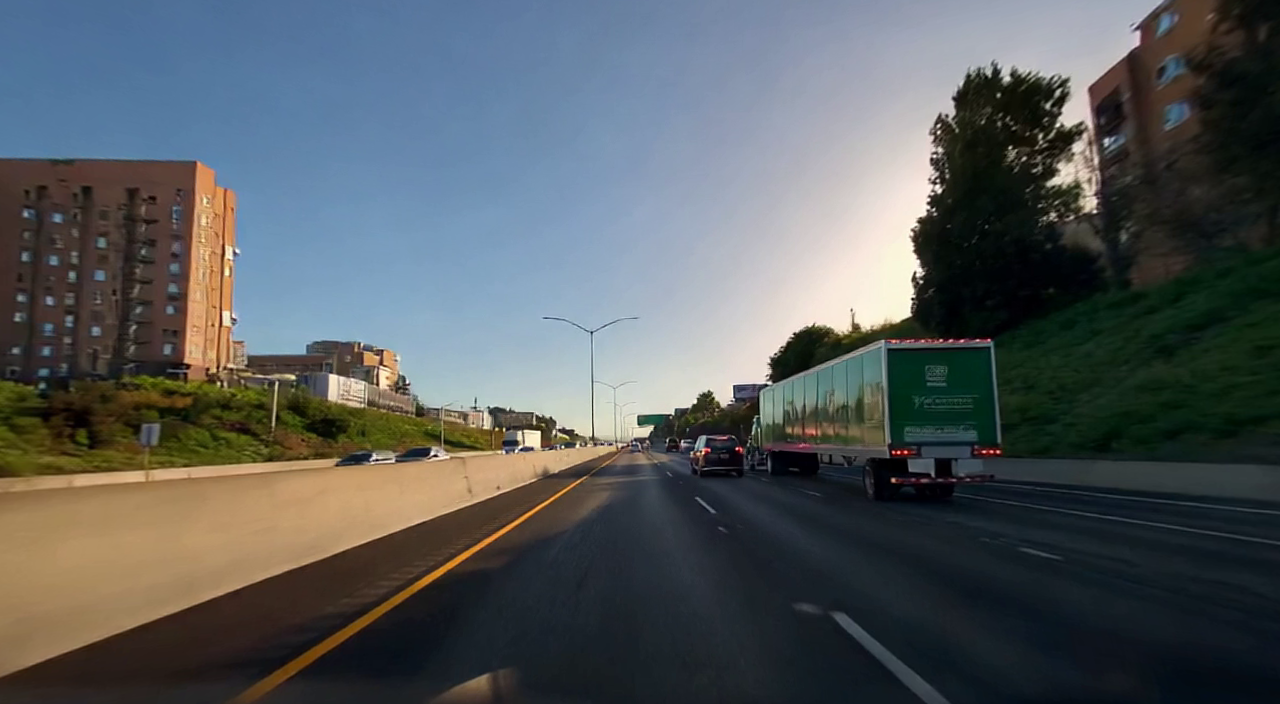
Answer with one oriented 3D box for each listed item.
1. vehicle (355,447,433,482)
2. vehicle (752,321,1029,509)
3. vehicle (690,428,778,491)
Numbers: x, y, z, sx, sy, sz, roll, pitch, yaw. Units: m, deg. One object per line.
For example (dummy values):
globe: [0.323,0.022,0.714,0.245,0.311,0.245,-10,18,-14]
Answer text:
vehicle: [-11.214,5.128,29.153,1.904,1.438,4.257,0,-9,-1]
vehicle: [6.683,2.408,21.007,2.864,4.060,14.637,0,-9,-2]
vehicle: [2.778,3.321,19.768,1.973,1.710,4.476,0,-9,-1]
